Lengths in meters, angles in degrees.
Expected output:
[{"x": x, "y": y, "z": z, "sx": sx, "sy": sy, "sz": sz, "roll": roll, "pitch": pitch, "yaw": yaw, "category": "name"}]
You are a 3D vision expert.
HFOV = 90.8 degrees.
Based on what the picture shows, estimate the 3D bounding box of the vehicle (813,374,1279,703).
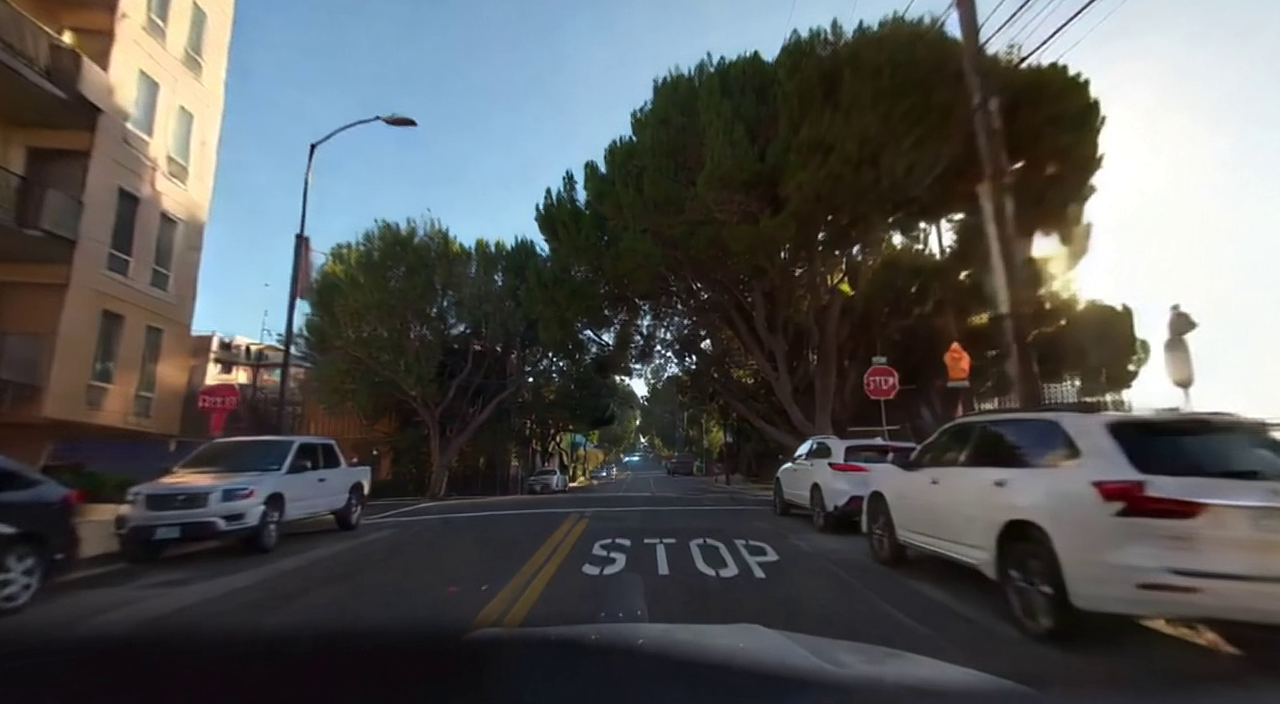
[{"x": 3.341, "y": 1.291, "z": 5.417, "sx": 2.154, "sy": 1.699, "sz": 4.591, "roll": 0, "pitch": -8, "yaw": -4, "category": "vehicle"}]

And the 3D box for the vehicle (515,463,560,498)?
[{"x": -5.887, "y": 7.427, "z": 36.797, "sx": 1.987, "sy": 1.662, "sz": 4.141, "roll": -2, "pitch": -8, "yaw": -1, "category": "vehicle"}]

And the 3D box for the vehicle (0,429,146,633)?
[{"x": -6.283, "y": 1.396, "z": 4.460, "sx": 2.069, "sy": 1.647, "sz": 4.359, "roll": -2, "pitch": -8, "yaw": 0, "category": "vehicle"}]

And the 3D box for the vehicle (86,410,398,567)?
[{"x": -6.120, "y": 2.204, "z": 10.752, "sx": 2.076, "sy": 1.913, "sz": 5.060, "roll": -3, "pitch": -10, "yaw": -1, "category": "vehicle"}]

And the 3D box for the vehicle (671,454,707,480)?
[{"x": 3.383, "y": 8.052, "z": 44.425, "sx": 2.051, "sy": 1.526, "sz": 4.673, "roll": 0, "pitch": -7, "yaw": -2, "category": "vehicle"}]
